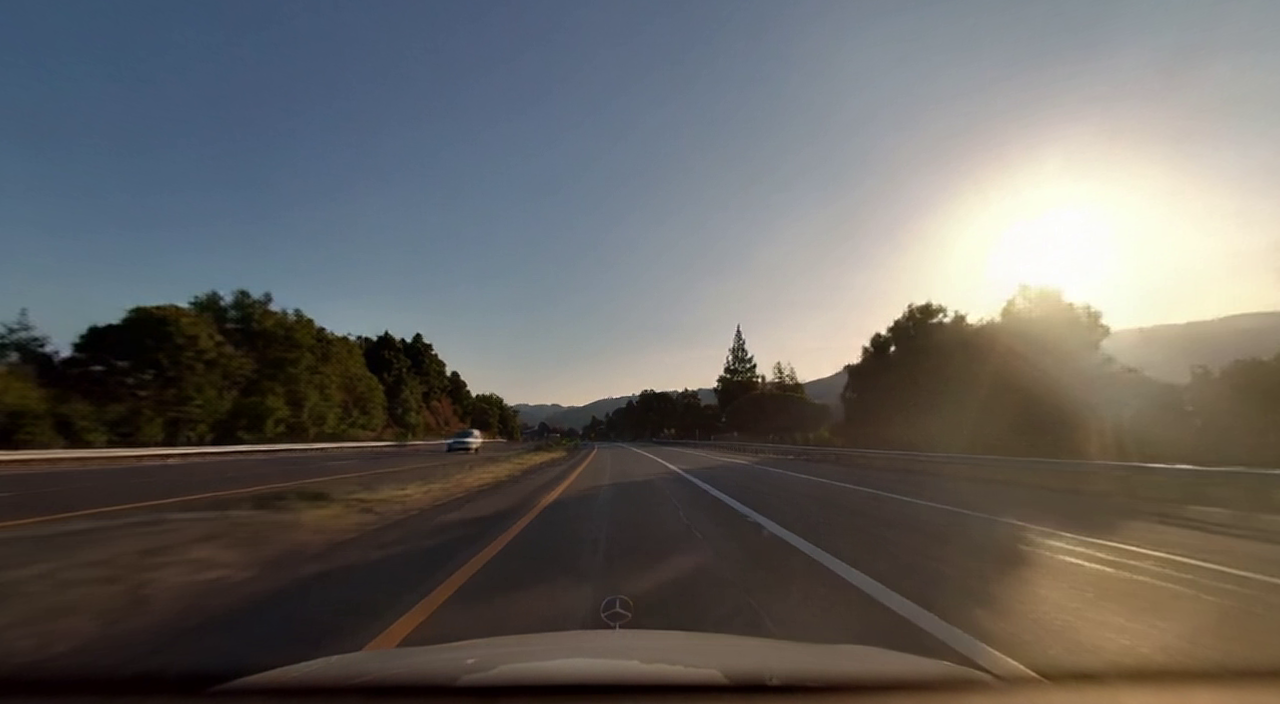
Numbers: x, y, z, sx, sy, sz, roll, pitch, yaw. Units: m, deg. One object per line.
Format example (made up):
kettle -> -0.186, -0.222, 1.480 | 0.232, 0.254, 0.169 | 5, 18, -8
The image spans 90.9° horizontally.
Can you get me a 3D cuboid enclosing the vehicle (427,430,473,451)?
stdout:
vehicle -> -13.977, 6.538, 46.605 | 2.090, 1.486, 4.511 | 0, -8, -2
